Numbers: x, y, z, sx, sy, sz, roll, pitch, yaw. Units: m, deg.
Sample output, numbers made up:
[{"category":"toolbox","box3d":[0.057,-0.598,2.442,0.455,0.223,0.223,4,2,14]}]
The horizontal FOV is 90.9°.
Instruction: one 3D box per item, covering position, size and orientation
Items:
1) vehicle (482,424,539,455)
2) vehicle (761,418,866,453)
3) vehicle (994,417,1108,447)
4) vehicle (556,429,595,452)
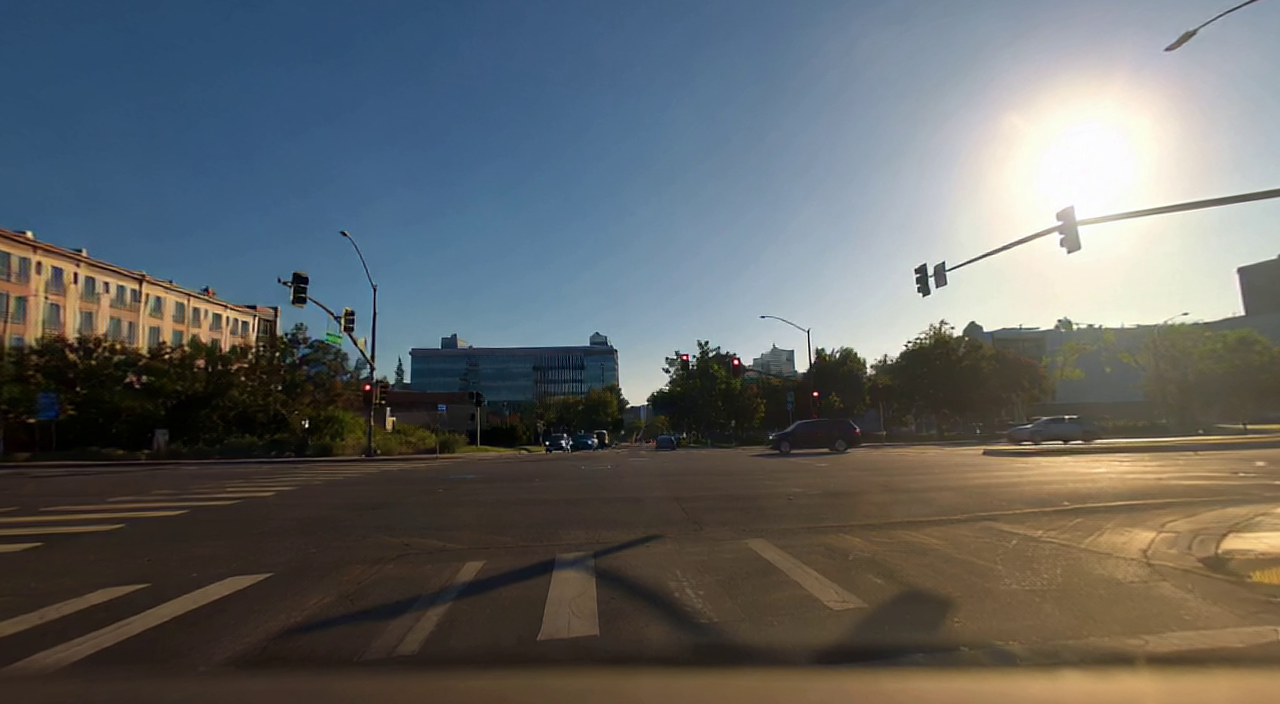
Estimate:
[{"category":"vehicle","box3d":[-8.294,5.733,40.893,2.000,1.864,5.044,-1,-9,7]},{"category":"vehicle","box3d":[8.190,3.985,30.022,4.407,1.569,1.859,1,-9,-5]},{"category":"vehicle","box3d":[20.647,4.037,31.738,4.510,1.431,1.884,1,-9,-6]},{"category":"vehicle","box3d":[-4.392,6.161,43.759,1.919,1.467,4.086,-1,-9,6]}]
